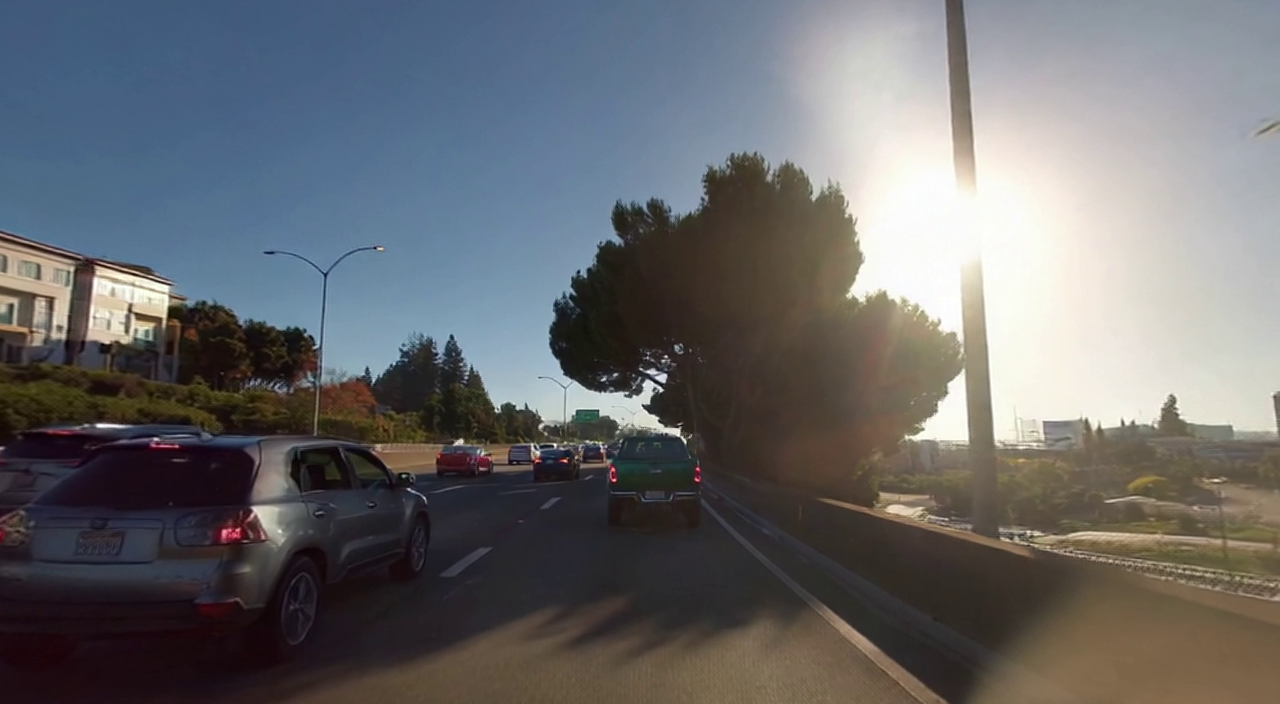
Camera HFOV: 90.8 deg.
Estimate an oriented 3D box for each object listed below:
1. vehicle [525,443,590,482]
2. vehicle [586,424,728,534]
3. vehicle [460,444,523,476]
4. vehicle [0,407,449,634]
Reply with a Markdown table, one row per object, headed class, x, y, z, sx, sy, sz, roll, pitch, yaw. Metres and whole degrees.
| class | x | y | z | sx | sy | sz | roll | pitch | yaw |
| --- | --- | --- | --- | --- | --- | --- | --- | --- | --- |
| vehicle | -3.289 | 4.490 | 26.004 | 1.868 | 1.470 | 4.105 | -1 | -9 | 4 |
| vehicle | 0.290 | 2.357 | 12.287 | 2.235 | 1.716 | 4.435 | 0 | -9 | 1 |
| vehicle | -7.276 | 5.334 | 31.470 | 1.856 | 1.459 | 4.251 | -1 | -9 | 4 |
| vehicle | -3.957 | 1.603 | 7.027 | 2.076 | 1.688 | 4.334 | -1 | -9 | 3 |
